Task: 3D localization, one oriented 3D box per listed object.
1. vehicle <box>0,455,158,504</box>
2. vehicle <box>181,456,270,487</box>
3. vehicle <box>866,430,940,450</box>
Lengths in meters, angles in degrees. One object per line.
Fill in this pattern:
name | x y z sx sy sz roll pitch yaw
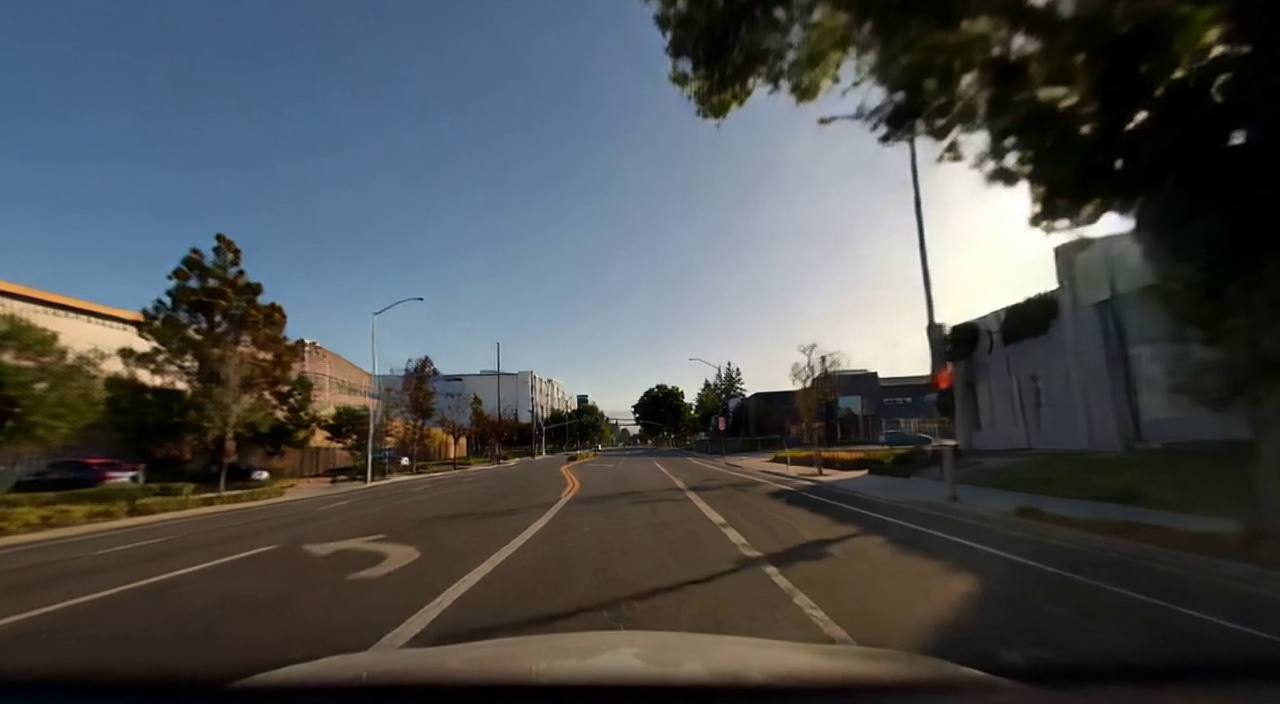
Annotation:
vehicle | -23.130 5.216 26.095 4.794 1.869 2.060 -1 -9 4
vehicle | -24.122 6.919 36.975 2.067 1.644 4.216 0 -9 4
vehicle | 19.334 6.503 46.646 4.621 1.393 1.824 -1 -9 2
